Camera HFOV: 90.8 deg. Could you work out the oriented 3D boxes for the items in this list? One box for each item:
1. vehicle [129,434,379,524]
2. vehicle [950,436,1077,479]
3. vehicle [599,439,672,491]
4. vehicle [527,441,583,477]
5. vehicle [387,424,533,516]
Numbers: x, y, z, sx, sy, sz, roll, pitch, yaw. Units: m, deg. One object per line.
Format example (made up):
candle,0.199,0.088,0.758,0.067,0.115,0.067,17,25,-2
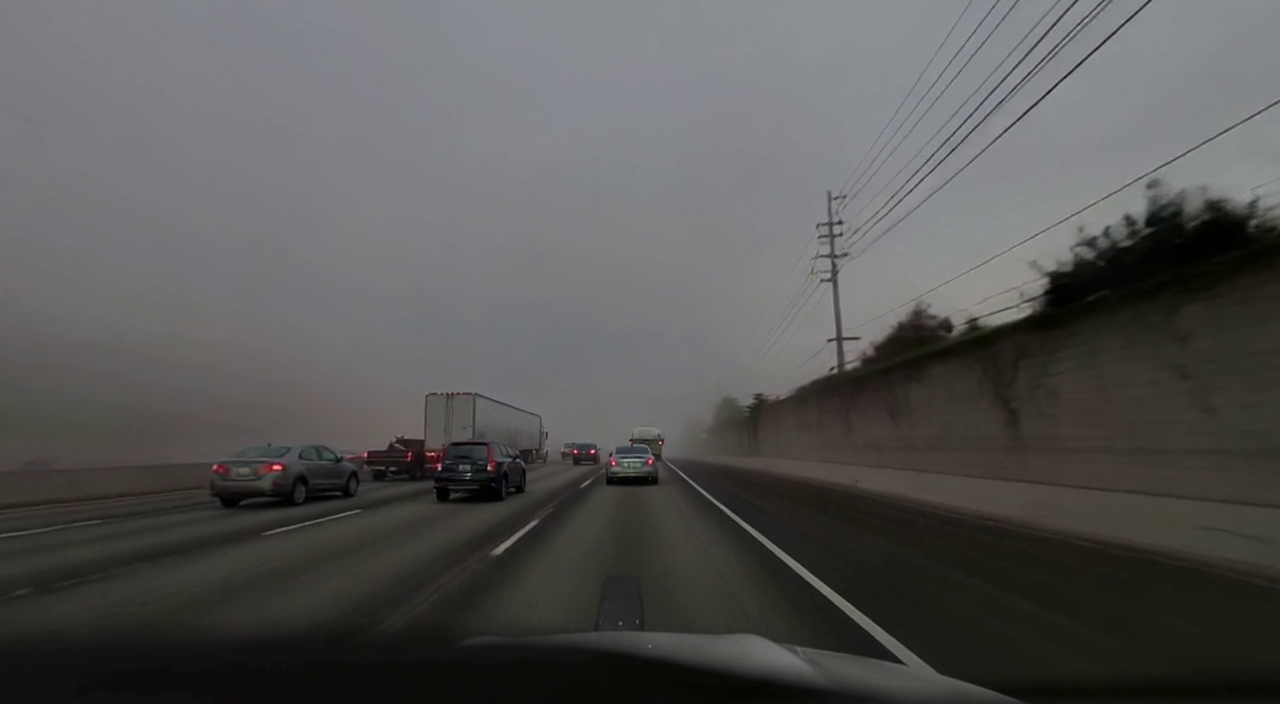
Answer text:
vehicle,-7.620,2.528,13.260,2.165,1.511,4.810,0,-8,1
vehicle,14.267,4.043,24.523,1.949,1.472,4.795,0,-8,0
vehicle,-0.156,3.518,19.997,2.089,1.477,3.818,0,-8,-1
vehicle,-3.730,4.756,28.392,1.870,1.485,4.304,0,-8,1
vehicle,-3.761,2.543,14.119,1.923,1.716,4.289,0,-8,1
